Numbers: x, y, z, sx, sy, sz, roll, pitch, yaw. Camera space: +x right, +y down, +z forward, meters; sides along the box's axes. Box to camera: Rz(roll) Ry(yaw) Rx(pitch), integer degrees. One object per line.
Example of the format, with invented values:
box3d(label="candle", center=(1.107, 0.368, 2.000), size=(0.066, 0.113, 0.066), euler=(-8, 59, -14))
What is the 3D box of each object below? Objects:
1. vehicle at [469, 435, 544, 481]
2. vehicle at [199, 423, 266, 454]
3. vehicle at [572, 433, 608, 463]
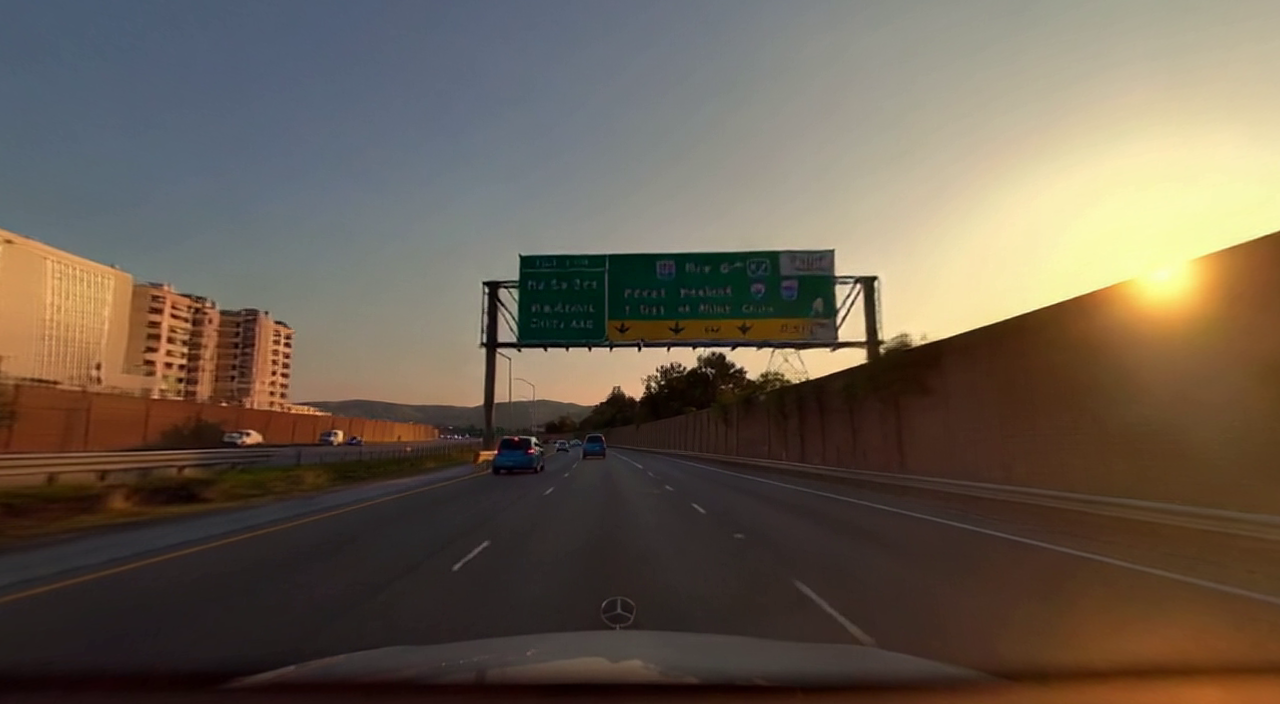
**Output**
box3d(label="vehicle", center=(-4.893, 3.936, 23.719), size=(2.045, 1.547, 4.162), euler=(0, -8, -2))
box3d(label="vehicle", center=(-31.488, 6.672, 48.868), size=(2.173, 2.174, 5.446), euler=(4, -8, -9))
box3d(label="vehicle", center=(-3.370, 6.553, 43.236), size=(2.260, 1.901, 4.665), euler=(0, -8, -2))
